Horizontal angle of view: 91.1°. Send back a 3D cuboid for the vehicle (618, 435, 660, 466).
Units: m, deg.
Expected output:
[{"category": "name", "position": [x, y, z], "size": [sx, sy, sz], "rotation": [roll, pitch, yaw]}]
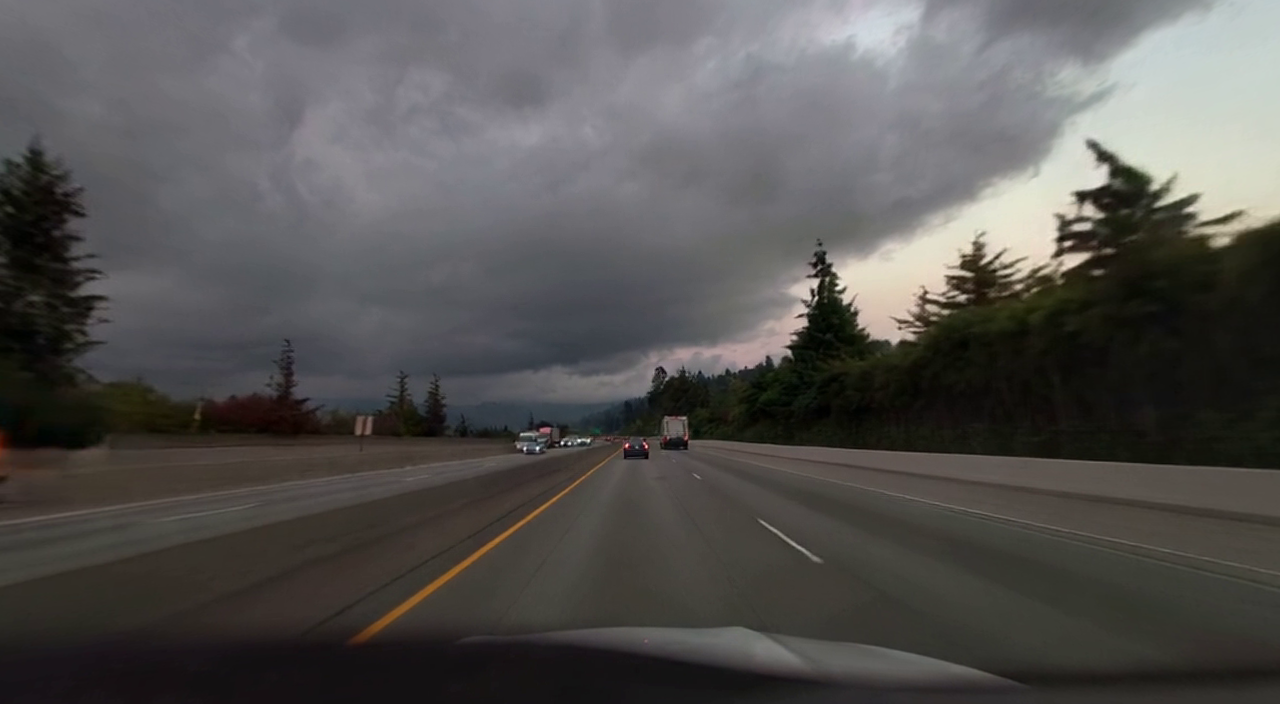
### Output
[{"category": "vehicle", "position": [-0.047, 5.006, 32.180], "size": [2.004, 1.472, 4.075], "rotation": [0, -8, 0]}]
